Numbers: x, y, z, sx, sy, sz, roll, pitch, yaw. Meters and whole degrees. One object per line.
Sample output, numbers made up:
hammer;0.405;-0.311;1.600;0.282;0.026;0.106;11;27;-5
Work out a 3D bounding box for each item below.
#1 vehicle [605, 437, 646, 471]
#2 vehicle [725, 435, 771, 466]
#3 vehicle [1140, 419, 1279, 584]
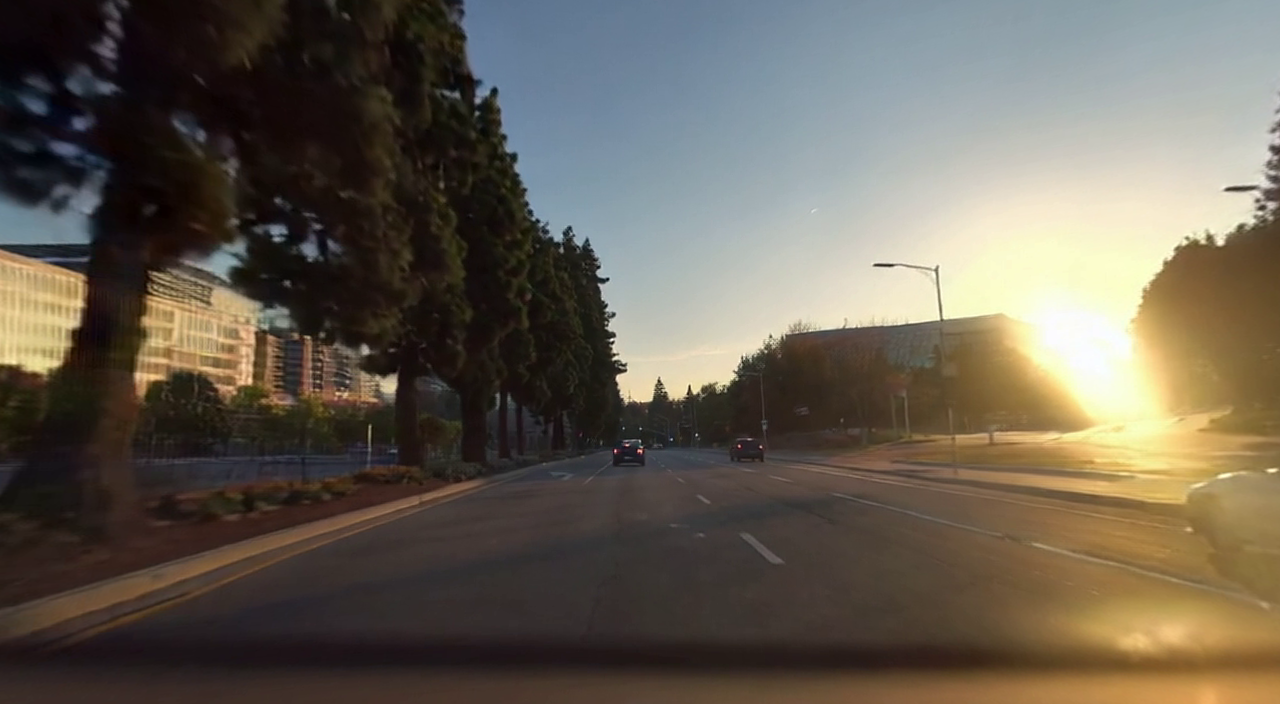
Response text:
vehicle;-0.763;5.778;35.981;2.193;1.794;4.457;0;-8;0
vehicle;6.739;6.210;39.864;2.026;1.804;4.565;0;-8;-1
vehicle;6.827;1.239;5.001;2.139;1.471;4.393;0;-8;0
